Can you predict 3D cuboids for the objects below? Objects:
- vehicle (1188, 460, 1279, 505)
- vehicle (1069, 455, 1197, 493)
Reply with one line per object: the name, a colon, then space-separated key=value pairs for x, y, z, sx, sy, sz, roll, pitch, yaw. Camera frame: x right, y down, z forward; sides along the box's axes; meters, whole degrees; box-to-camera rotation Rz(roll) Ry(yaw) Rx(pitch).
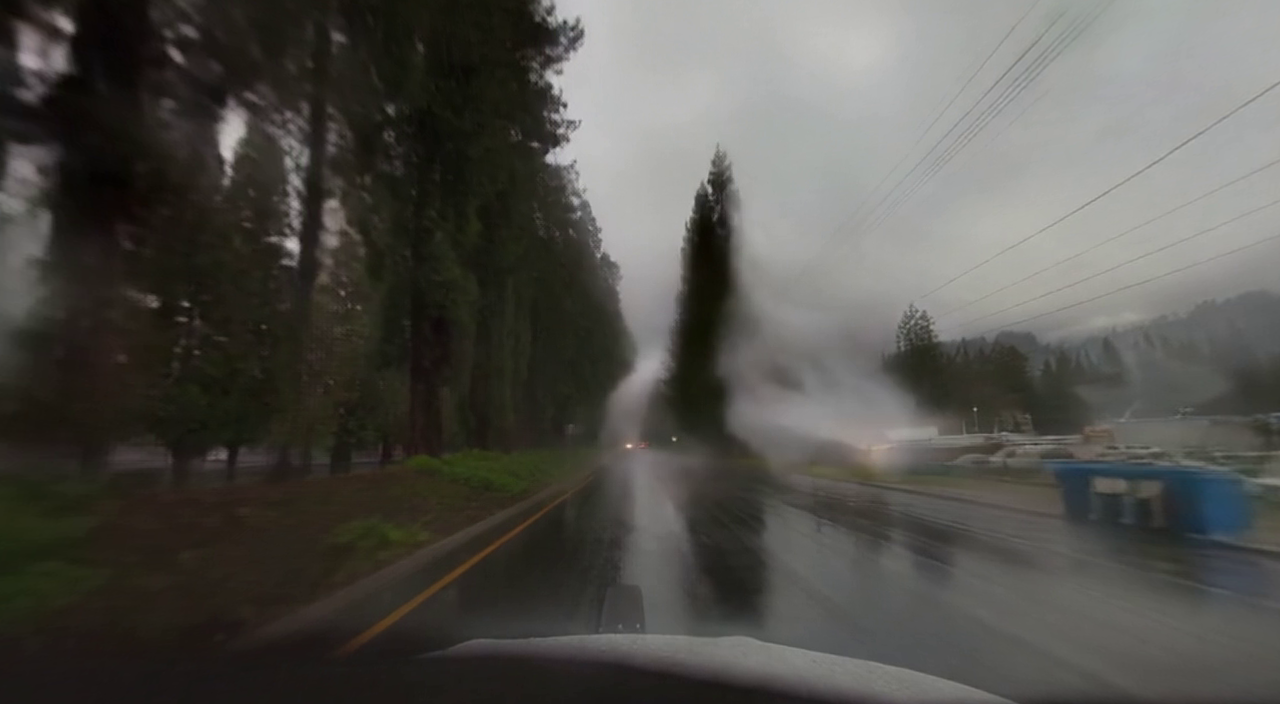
vehicle: x=24.040 y=4.962 z=24.232 sx=4.271 sy=1.542 sz=1.887 roll=0 pitch=-8 yaw=-3
vehicle: x=23.787 y=5.898 z=30.624 sx=4.519 sy=1.658 sz=1.911 roll=-1 pitch=-8 yaw=0
